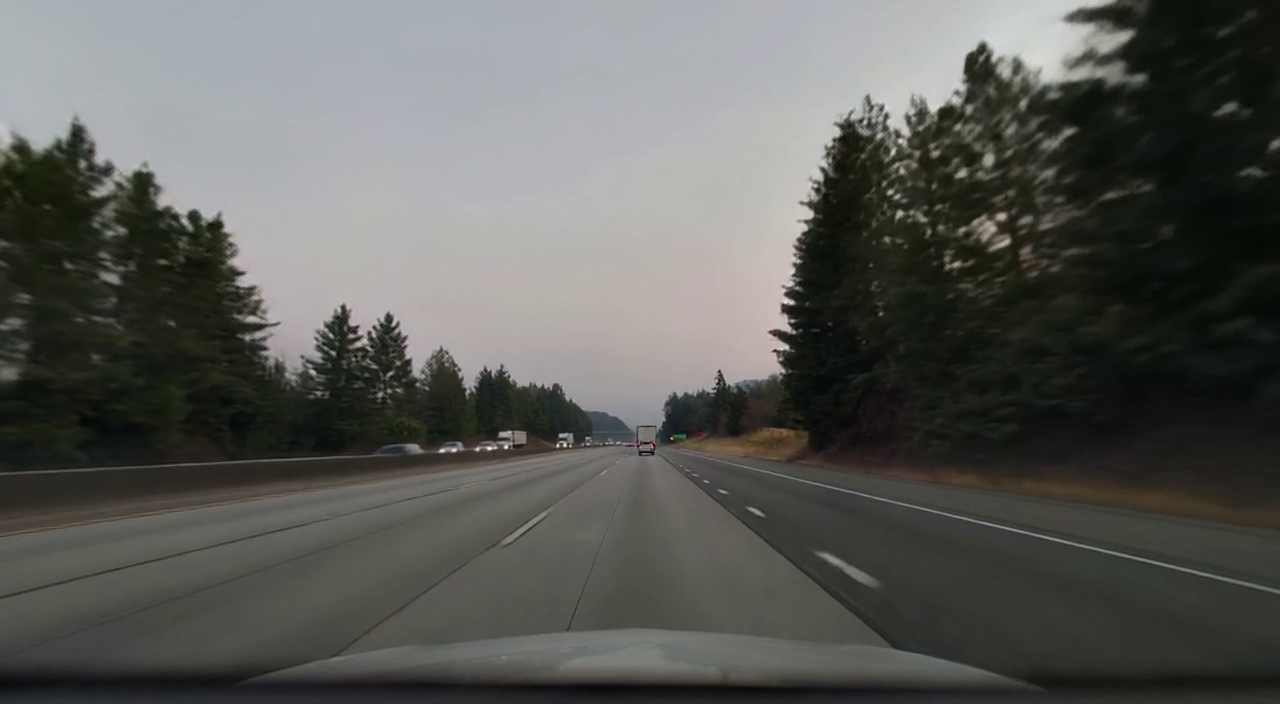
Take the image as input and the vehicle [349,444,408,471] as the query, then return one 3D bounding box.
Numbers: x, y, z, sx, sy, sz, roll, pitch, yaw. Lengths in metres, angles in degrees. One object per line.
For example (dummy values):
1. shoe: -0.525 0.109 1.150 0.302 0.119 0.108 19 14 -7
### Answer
1. vehicle: -14.646 5.908 35.398 1.721 1.416 3.633 0 -8 0
